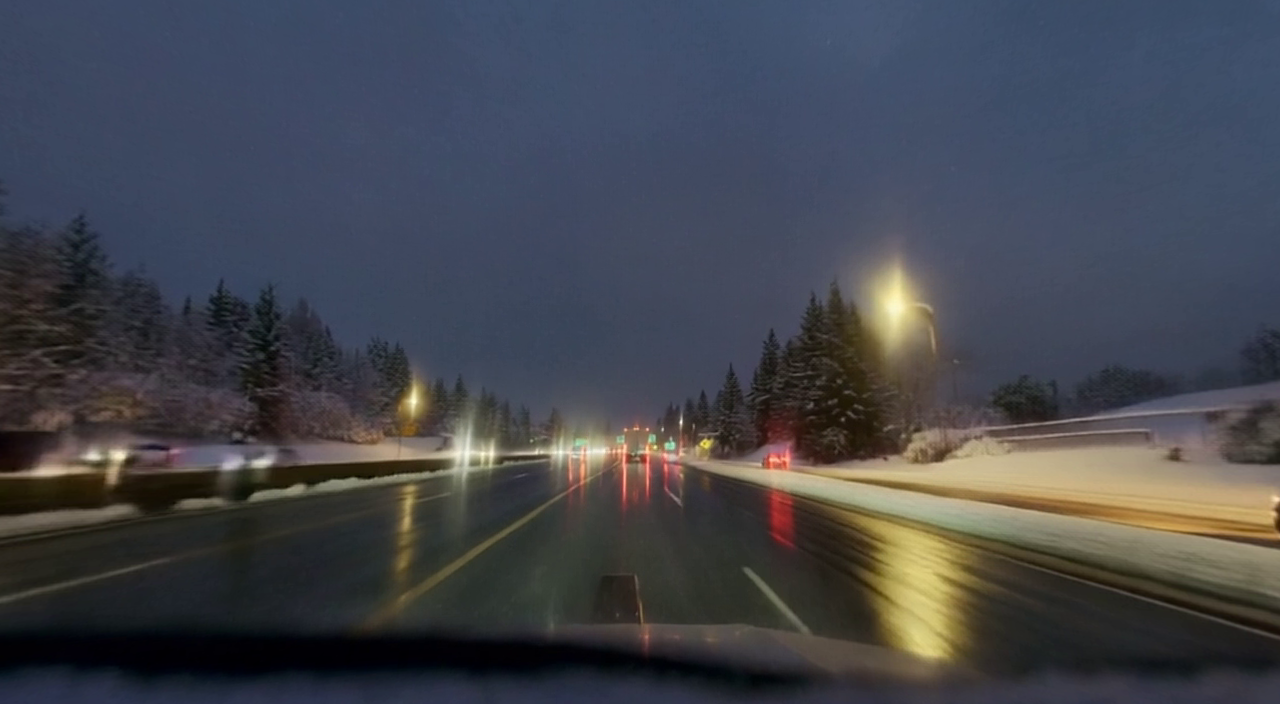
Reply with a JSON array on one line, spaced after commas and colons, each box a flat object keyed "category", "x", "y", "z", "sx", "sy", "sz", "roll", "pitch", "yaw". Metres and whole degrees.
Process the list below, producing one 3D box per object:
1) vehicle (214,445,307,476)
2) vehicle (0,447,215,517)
[{"category": "vehicle", "x": -19.167, "y": 5.477, "z": 32.172, "sx": 1.841, "sy": 1.460, "sz": 4.708, "roll": 0, "pitch": -9, "yaw": 0}, {"category": "vehicle", "x": -12.891, "y": 3.077, "z": 15.474, "sx": 2.040, "sy": 1.449, "sz": 4.216, "roll": 0, "pitch": -9, "yaw": 0}]
